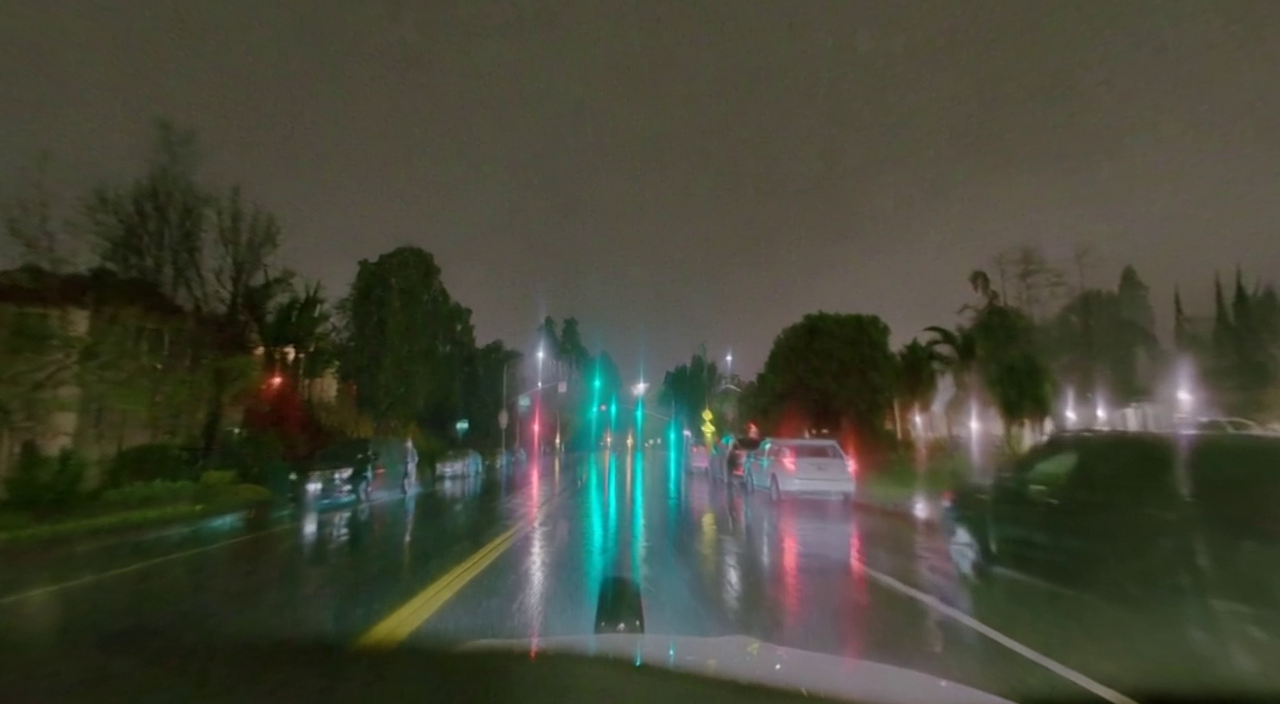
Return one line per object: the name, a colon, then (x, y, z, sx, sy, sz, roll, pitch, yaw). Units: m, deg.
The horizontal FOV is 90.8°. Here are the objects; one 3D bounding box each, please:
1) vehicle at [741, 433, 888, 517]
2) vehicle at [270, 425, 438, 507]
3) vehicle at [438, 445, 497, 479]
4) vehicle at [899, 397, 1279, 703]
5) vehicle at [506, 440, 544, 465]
vehicle: (3.541, 2.565, 13.717, 1.809, 1.513, 4.264, 0, -8, -2)
vehicle: (-7.978, 3.238, 18.500, 2.420, 2.004, 5.615, 0, -8, -2)
vehicle: (-8.347, 5.332, 30.949, 1.860, 1.476, 4.594, 0, -8, -4)
vehicle: (3.871, 1.221, 4.539, 1.955, 1.536, 4.395, 0, -8, -3)
vehicle: (-8.549, 7.541, 47.410, 2.007, 1.773, 4.759, 0, -8, 0)
